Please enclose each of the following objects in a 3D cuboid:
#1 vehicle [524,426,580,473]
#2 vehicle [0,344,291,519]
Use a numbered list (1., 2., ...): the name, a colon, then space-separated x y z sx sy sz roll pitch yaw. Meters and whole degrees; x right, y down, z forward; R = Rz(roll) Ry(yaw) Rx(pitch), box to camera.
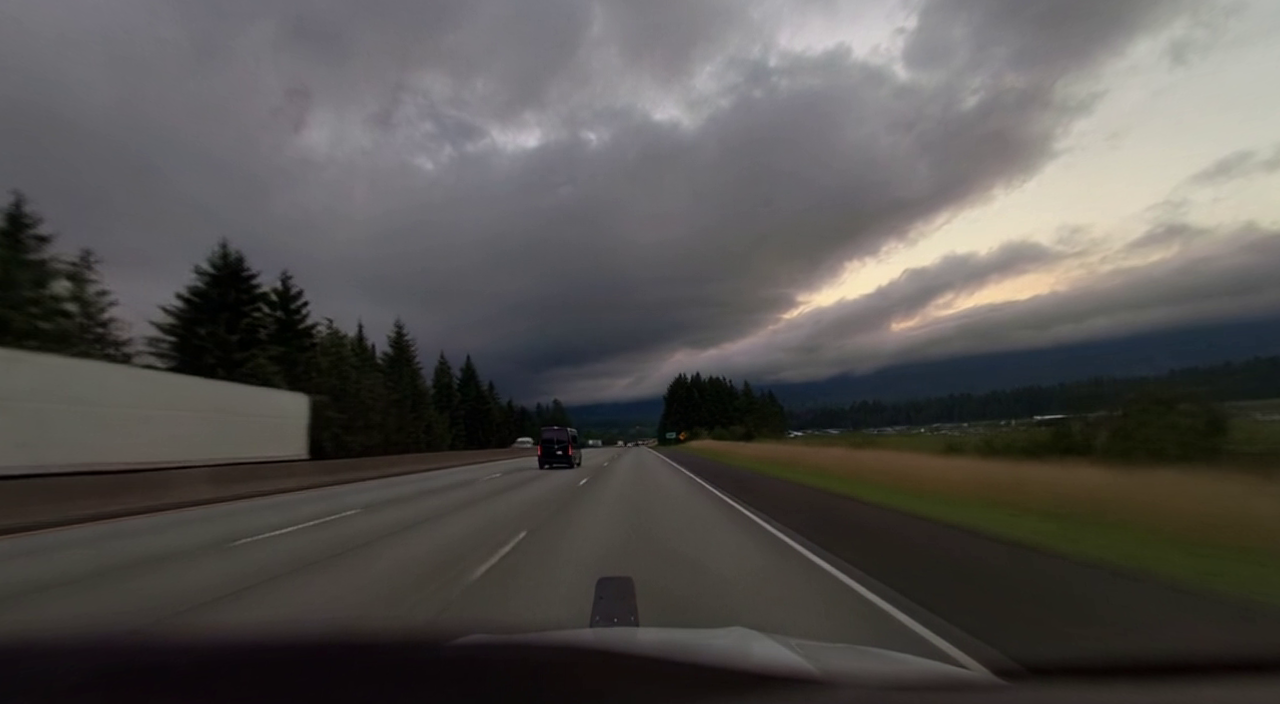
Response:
1. vehicle: -4.103 4.622 30.139 1.976 2.029 4.737 -1 -8 0
2. vehicle: -16.774 2.475 18.947 3.310 4.067 16.585 0 -8 -1
